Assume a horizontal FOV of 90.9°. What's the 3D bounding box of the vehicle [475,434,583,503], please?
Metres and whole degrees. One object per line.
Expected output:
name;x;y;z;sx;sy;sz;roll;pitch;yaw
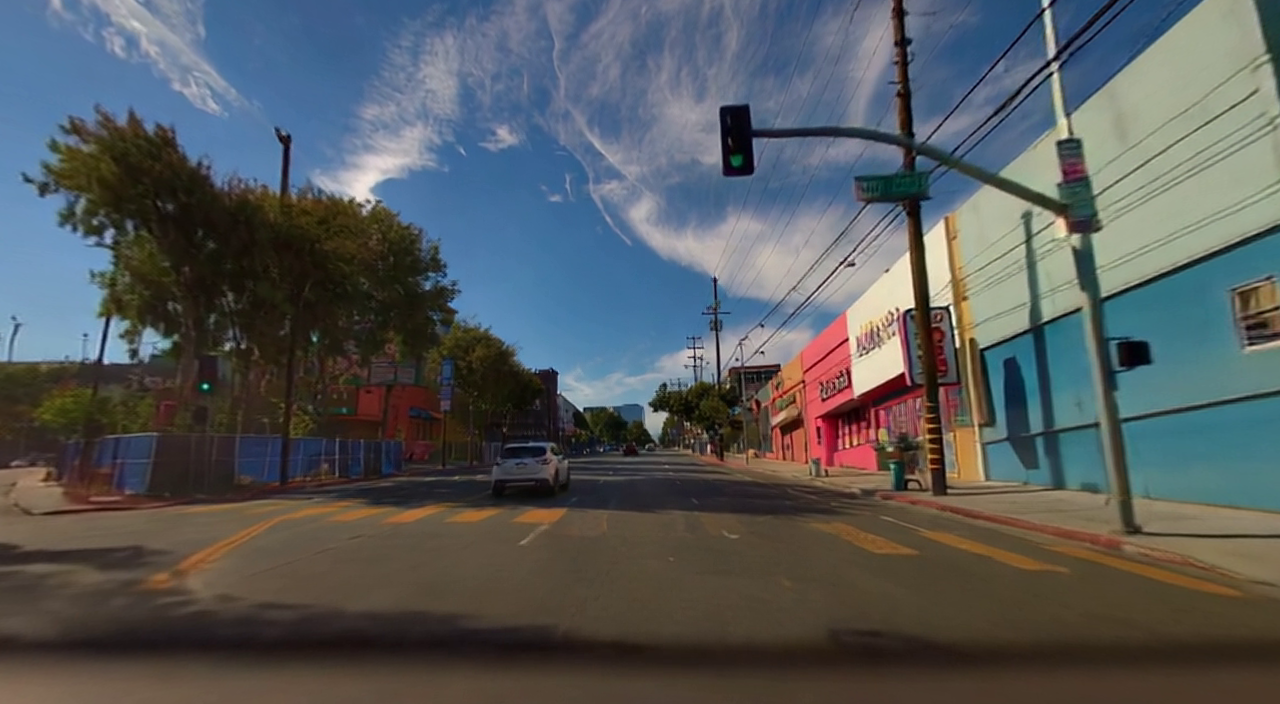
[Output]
vehicle;-2.839;3.114;17.235;2.036;1.589;4.549;-1;-9;1
